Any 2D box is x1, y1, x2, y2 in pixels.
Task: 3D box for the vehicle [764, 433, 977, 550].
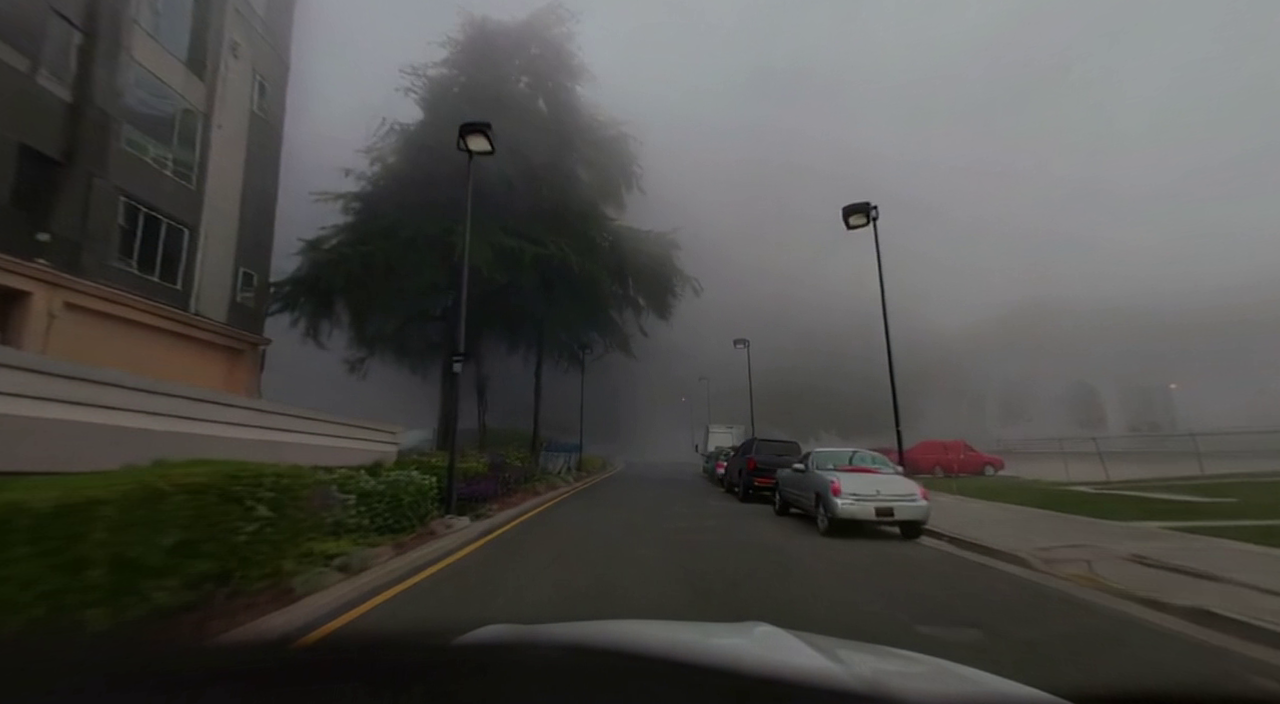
[{"bbox_3d":[3.326,2.084,10.161,1.848,1.442,4.425,0,-9,1],"label":"vehicle"}]
